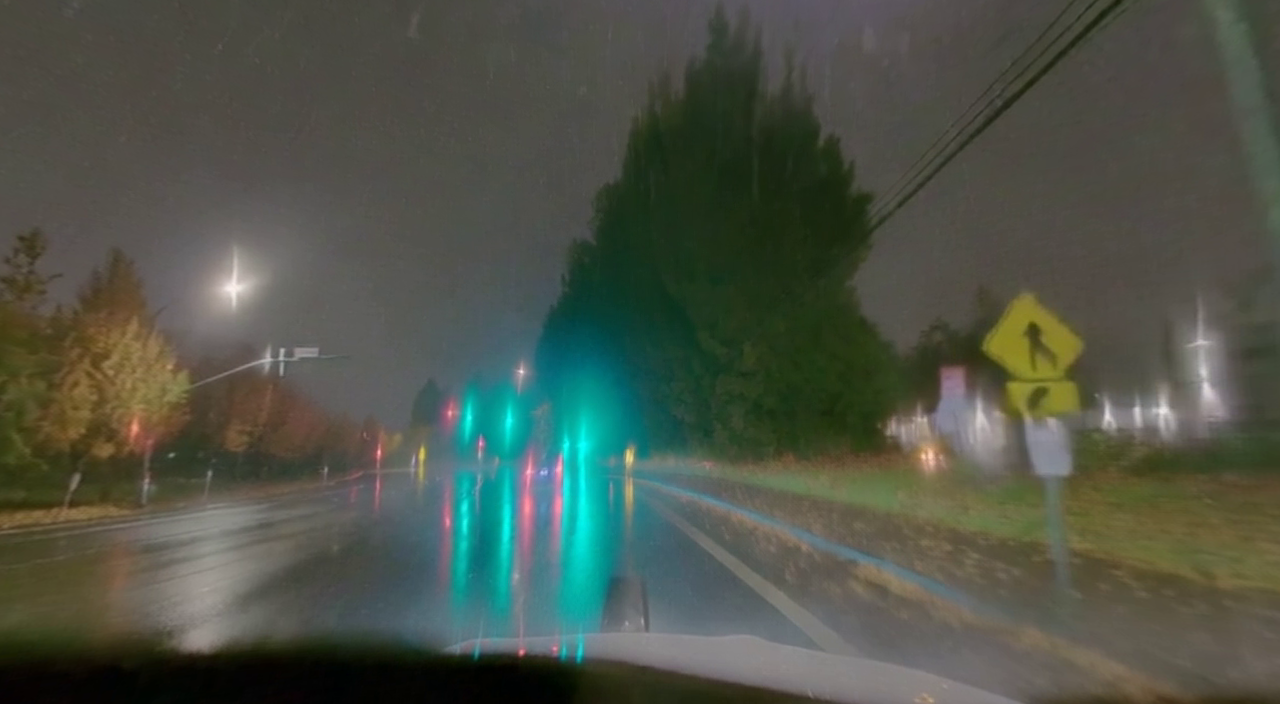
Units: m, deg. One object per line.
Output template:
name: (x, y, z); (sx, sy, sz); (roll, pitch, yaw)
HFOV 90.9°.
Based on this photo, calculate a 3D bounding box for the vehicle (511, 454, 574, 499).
vehicle: (-3.802, 4.714, 24.252); (2.148, 1.521, 4.089); (2, -9, -10)
